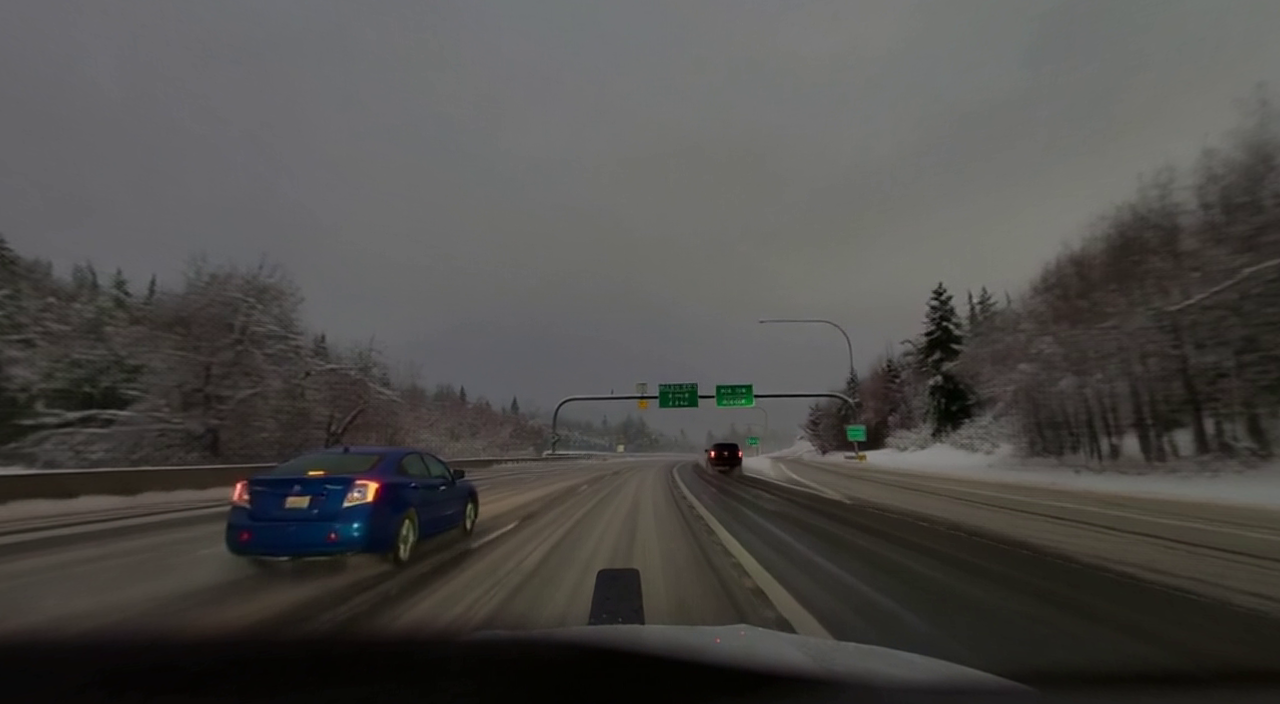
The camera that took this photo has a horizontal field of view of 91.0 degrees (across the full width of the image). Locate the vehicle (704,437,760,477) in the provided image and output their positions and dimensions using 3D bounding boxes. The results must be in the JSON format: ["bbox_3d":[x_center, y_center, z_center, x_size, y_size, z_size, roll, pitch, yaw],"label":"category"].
[{"bbox_3d":[4.487,5.204,31.431,2.225,1.833,4.340,0,-9,1],"label":"vehicle"}]

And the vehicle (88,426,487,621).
[{"bbox_3d":[-3.287,1.677,7.151,1.937,1.490,4.372,0,-9,1],"label":"vehicle"}]
